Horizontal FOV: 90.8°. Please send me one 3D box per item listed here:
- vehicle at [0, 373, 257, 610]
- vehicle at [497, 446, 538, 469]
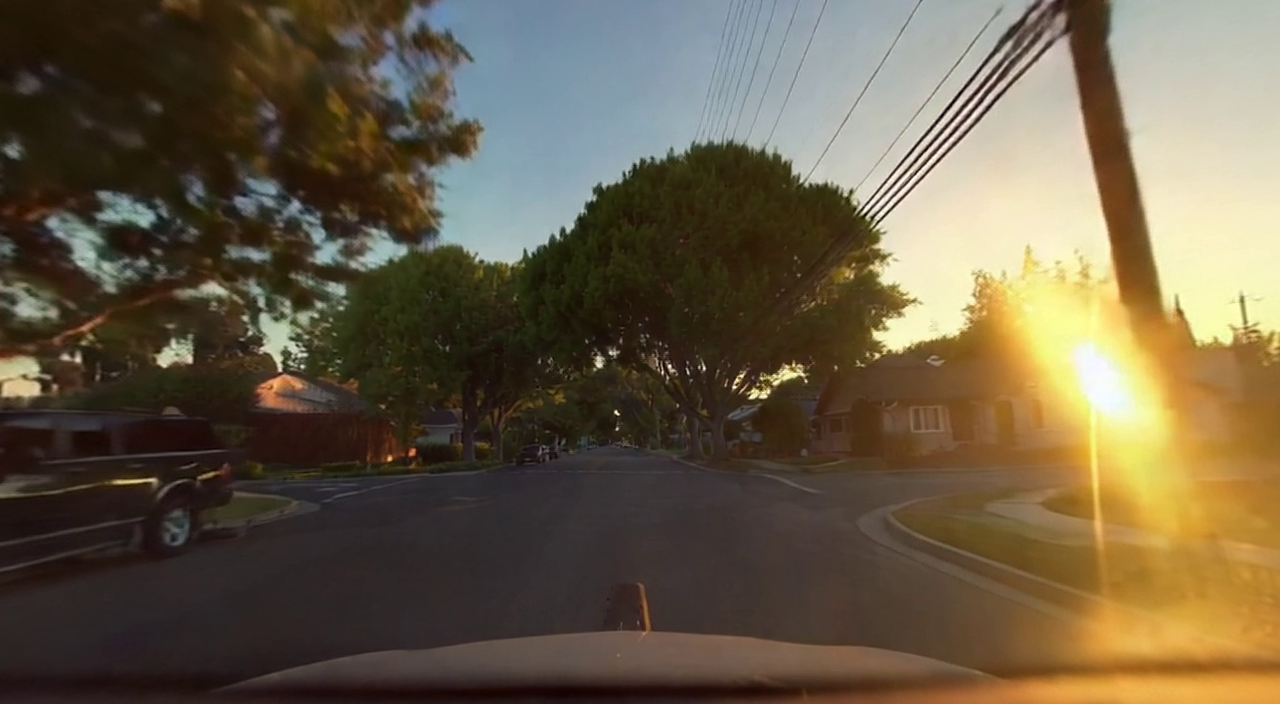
[{"bbox_3d":[-7.354,1.510,6.963,2.739,2.164,6.065,-1,-9,-3],"label":"vehicle"},{"bbox_3d":[-8.615,7.444,44.714,2.095,1.491,4.422,0,-8,-1],"label":"vehicle"}]
